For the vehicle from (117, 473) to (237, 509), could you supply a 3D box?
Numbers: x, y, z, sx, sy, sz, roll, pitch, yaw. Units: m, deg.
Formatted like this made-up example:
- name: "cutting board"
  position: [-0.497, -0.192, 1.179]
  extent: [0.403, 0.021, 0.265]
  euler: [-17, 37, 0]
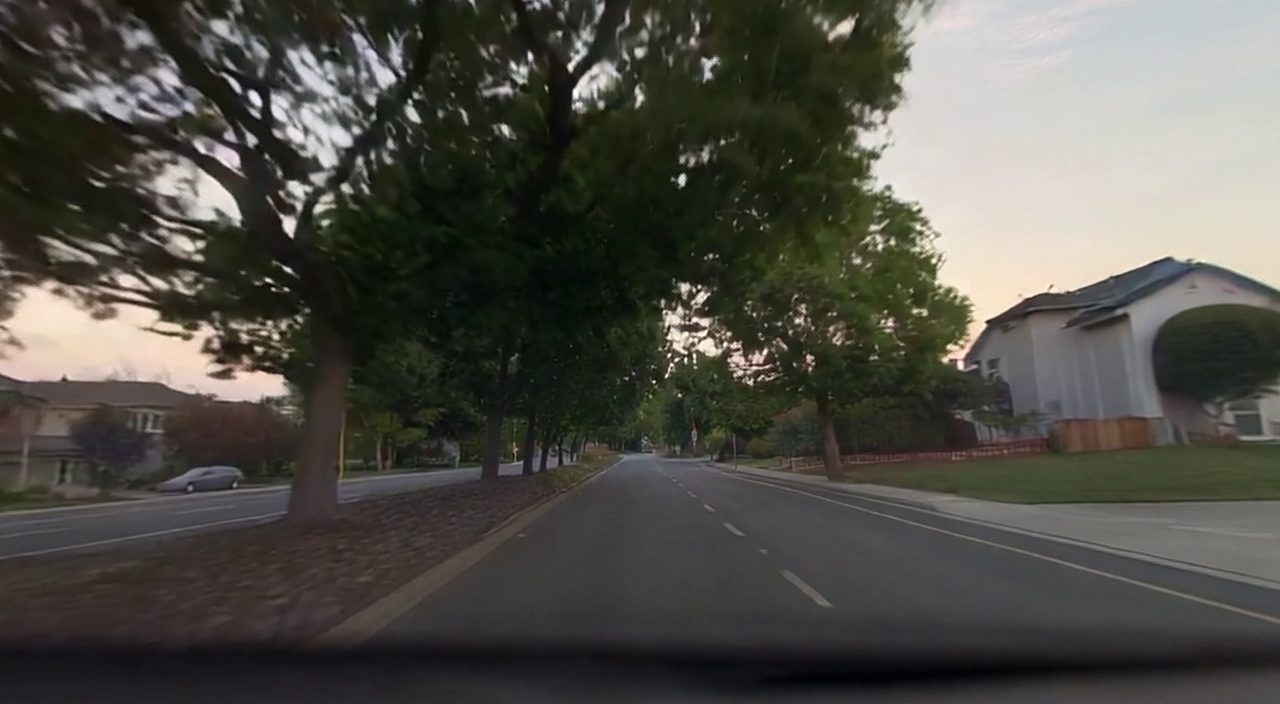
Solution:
- name: "vehicle"
  position: [-26.304, 7.911, 36.027]
  extent: [5.040, 1.748, 2.186]
  euler: [-1, -9, -1]
